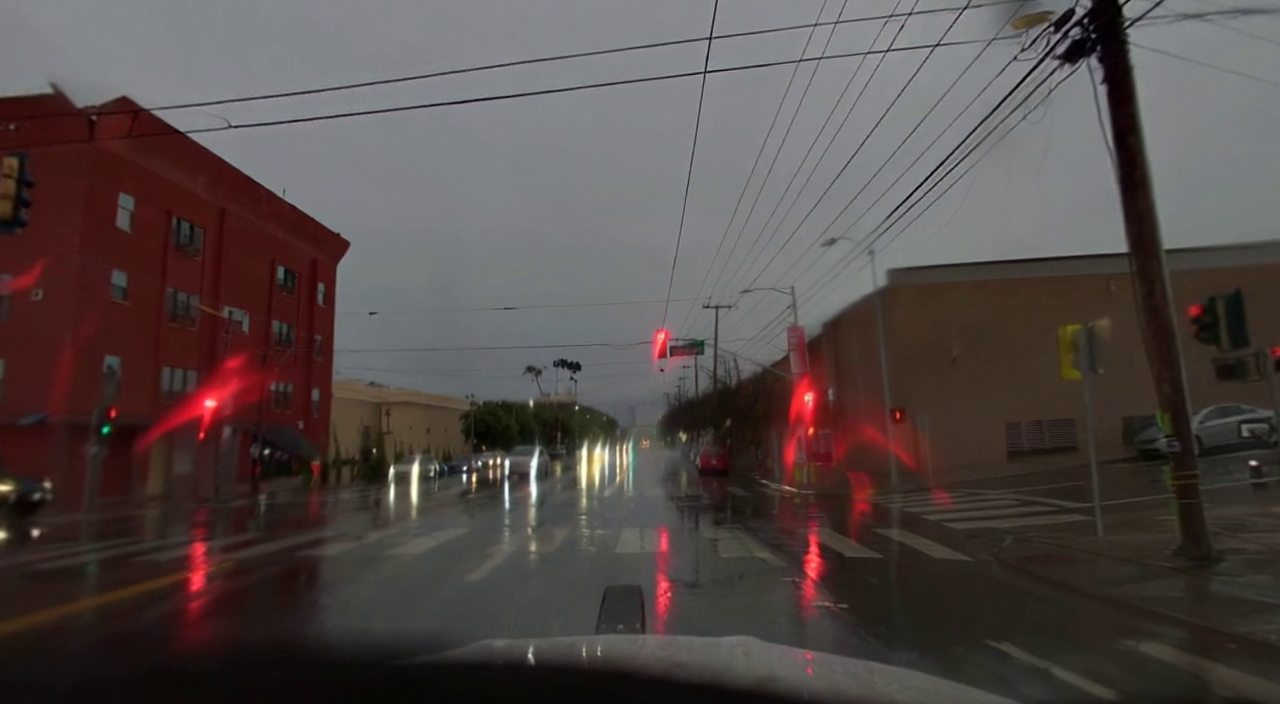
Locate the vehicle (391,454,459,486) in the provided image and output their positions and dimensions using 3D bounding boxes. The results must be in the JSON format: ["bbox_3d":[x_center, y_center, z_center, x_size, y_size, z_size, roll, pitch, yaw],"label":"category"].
[{"bbox_3d":[-12.033,6.612,35.630,1.943,1.574,4.727,0,-9,3],"label":"vehicle"}]

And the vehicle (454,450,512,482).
[{"bbox_3d":[-8.697,6.310,35.181,2.020,1.672,3.842,0,-9,3],"label":"vehicle"}]

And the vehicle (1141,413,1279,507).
[{"bbox_3d":[12.691,2.173,12.811,3.234,1.746,1.941,-1,-9,2],"label":"vehicle"}]

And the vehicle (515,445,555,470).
[{"bbox_3d":[-8.131,8.257,49.335,2.096,1.830,4.752,0,-9,3],"label":"vehicle"}]
